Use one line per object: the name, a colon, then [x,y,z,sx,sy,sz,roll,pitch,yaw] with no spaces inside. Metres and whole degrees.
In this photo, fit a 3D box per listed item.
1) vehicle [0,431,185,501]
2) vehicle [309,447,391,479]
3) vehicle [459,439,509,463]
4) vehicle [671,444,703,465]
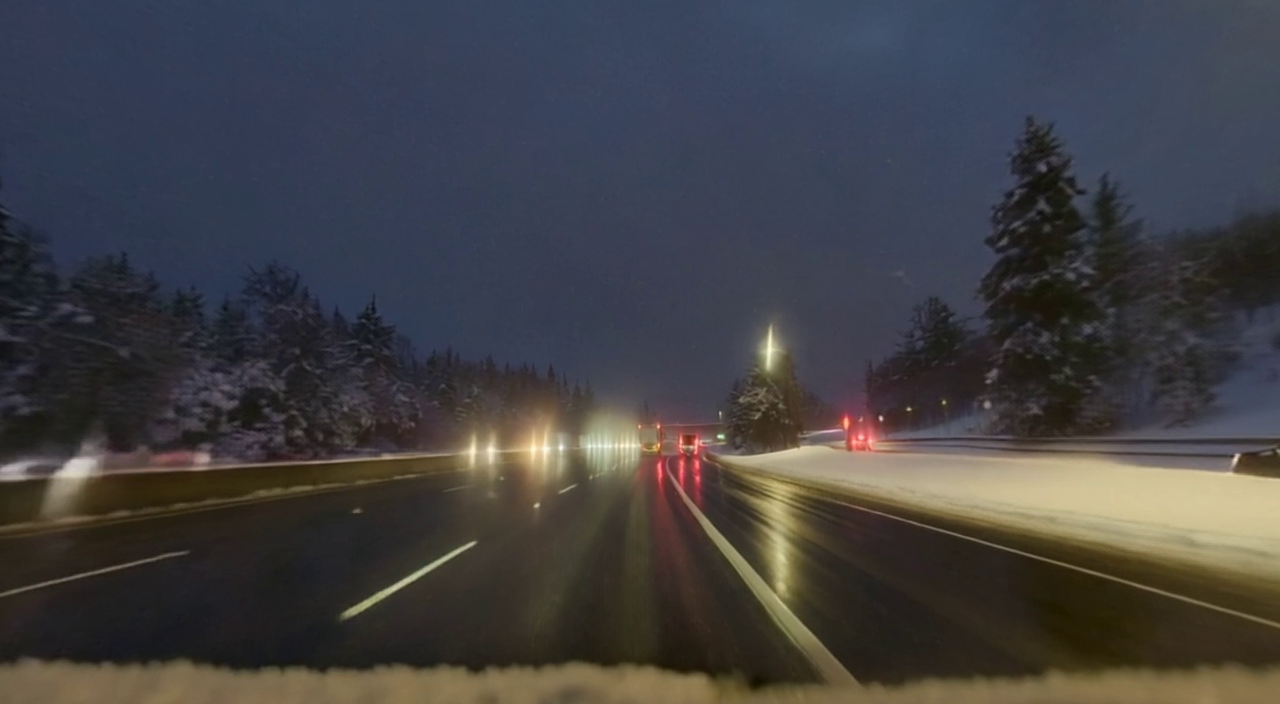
vehicle: [-16.049,3.180,18.031,2.153,1.671,5.278,0,-9,1]
vehicle: [-14.525,5.544,31.924,1.830,1.457,4.506,-1,-9,2]
vehicle: [-12.237,7.835,49.969,2.281,1.743,5.822,-1,-9,2]
vehicle: [3.444,7.597,46.931,2.069,1.476,4.197,0,-9,0]
